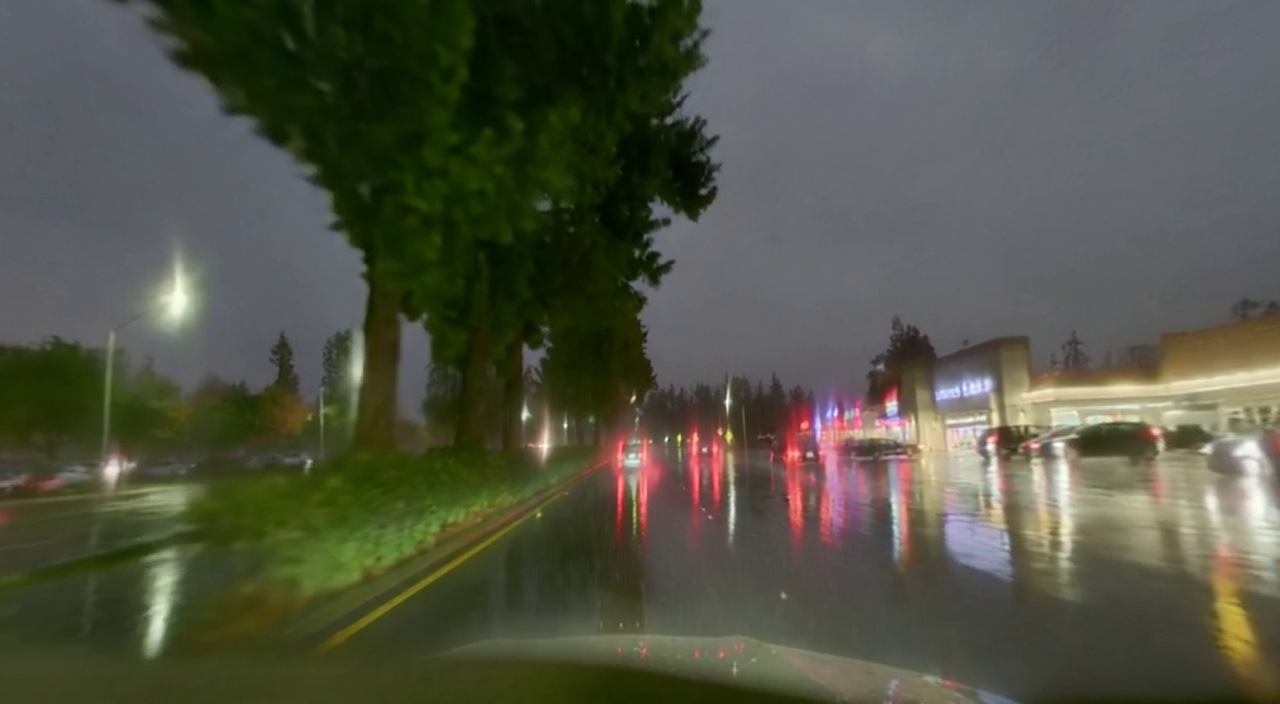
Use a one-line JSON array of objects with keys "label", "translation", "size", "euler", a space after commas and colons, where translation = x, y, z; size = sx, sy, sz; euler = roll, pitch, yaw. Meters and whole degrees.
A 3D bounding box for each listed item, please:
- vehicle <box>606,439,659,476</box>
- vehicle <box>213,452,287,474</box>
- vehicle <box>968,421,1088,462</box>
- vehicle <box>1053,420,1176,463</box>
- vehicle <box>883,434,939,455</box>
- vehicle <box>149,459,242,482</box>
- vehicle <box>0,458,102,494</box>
[{"label": "vehicle", "translation": [-0.281, 4.531, 27.467], "size": [2.126, 1.475, 3.967], "euler": [0, -8, 0]}, {"label": "vehicle", "translation": [-30.396, 8.675, 49.288], "size": [4.486, 1.610, 2.020], "euler": [-1, -8, 3]}, {"label": "vehicle", "translation": [20.646, 4.826, 34.090], "size": [2.356, 2.005, 6.308], "euler": [0, -8, -1]}, {"label": "vehicle", "translation": [23.961, 4.570, 32.263], "size": [2.126, 1.971, 5.619], "euler": [-1, -9, 3]}, {"label": "vehicle", "translation": [21.134, 7.244, 49.483], "size": [2.136, 1.603, 4.534], "euler": [0, -8, -4]}, {"label": "vehicle", "translation": [-30.668, 8.171, 43.686], "size": [4.820, 1.477, 2.105], "euler": [0, -8, -1]}, {"label": "vehicle", "translation": [-29.842, 6.117, 31.287], "size": [4.360, 1.606, 1.978], "euler": [1, -8, -5]}]
